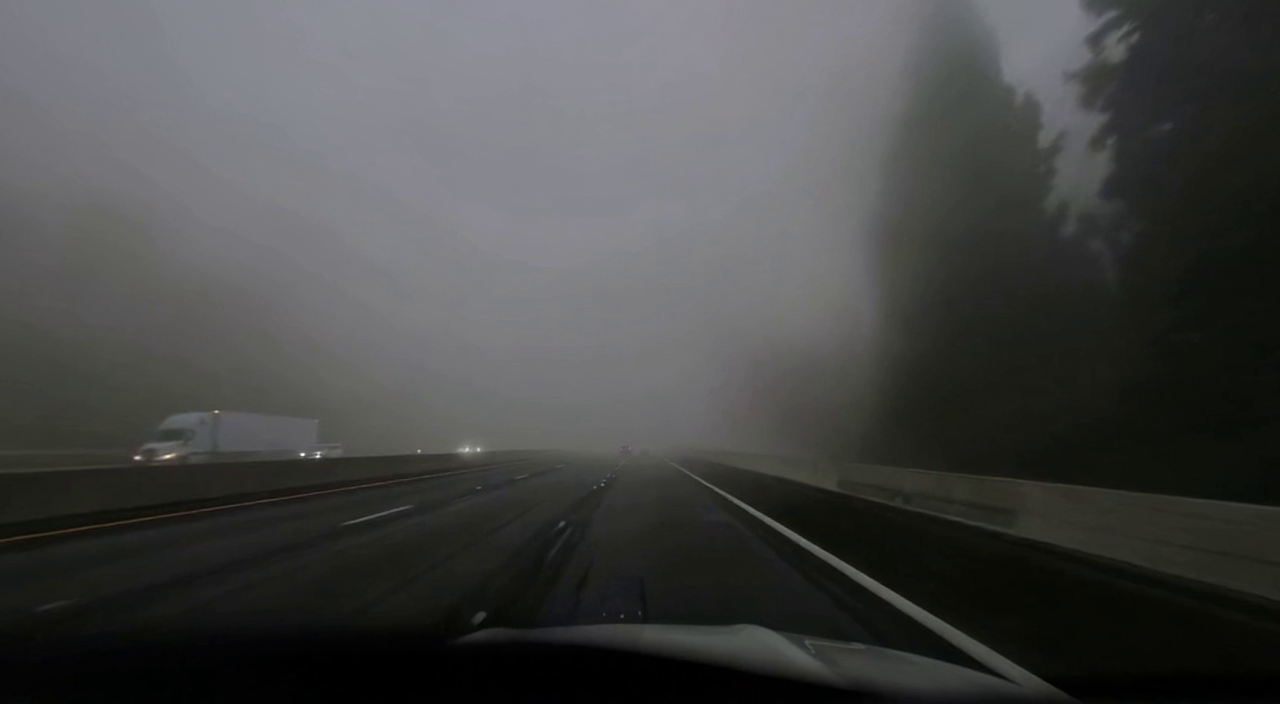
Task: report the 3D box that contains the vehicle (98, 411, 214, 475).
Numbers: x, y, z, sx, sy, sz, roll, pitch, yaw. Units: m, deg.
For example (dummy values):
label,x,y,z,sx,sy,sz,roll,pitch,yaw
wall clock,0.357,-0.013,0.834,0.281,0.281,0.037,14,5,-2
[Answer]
label,x,y,z,sx,sy,sz,roll,pitch,yaw
vehicle,-31.996,6.070,41.955,2.962,3.978,5.736,0,-9,-1
